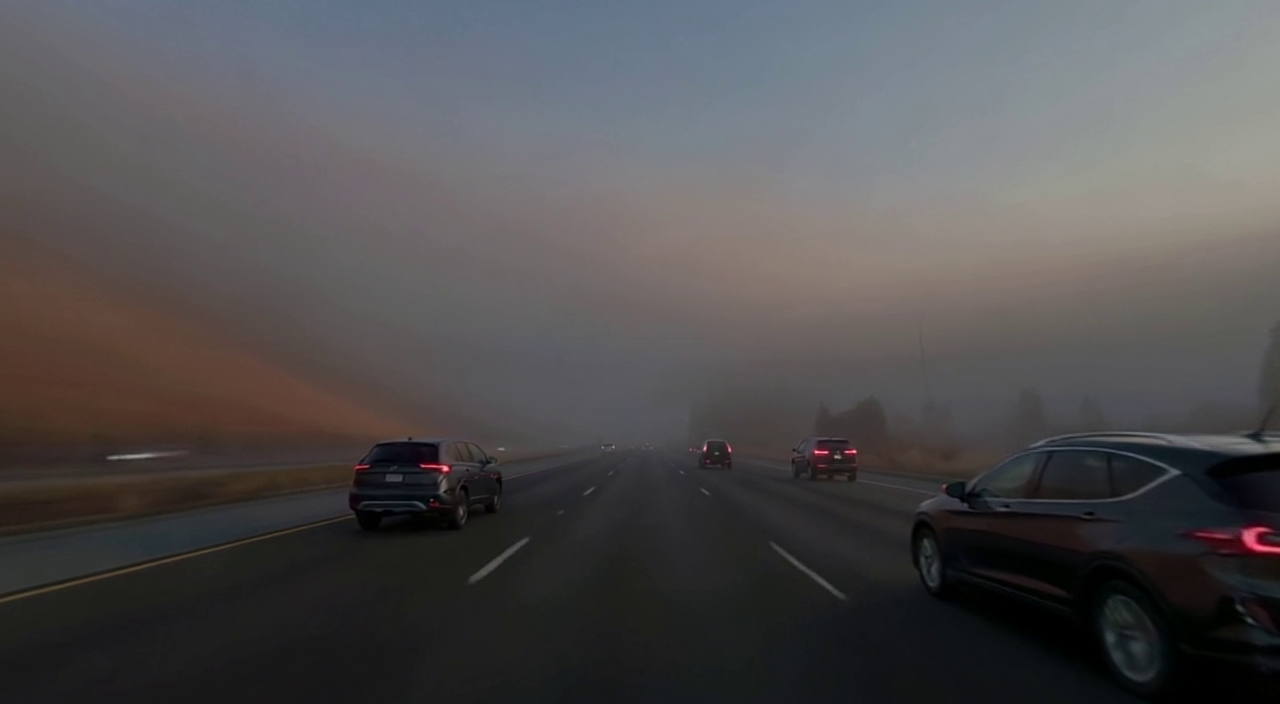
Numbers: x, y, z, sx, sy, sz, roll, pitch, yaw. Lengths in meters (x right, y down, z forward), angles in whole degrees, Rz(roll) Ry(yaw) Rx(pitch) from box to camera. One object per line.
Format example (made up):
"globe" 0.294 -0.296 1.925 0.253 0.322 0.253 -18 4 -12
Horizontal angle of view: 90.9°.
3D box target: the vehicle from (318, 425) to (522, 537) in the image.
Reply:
"vehicle" -3.780 2.295 11.866 2.166 1.672 4.388 0 -8 1

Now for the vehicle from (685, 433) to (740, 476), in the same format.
"vehicle" 3.502 5.025 31.255 2.121 1.925 5.056 0 -8 0

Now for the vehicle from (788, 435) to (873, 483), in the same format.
"vehicle" 7.405 4.201 25.037 1.998 1.717 4.338 0 -8 0

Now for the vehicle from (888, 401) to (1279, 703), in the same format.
"vehicle" 3.411 1.170 4.008 1.941 1.481 4.300 0 -8 1
